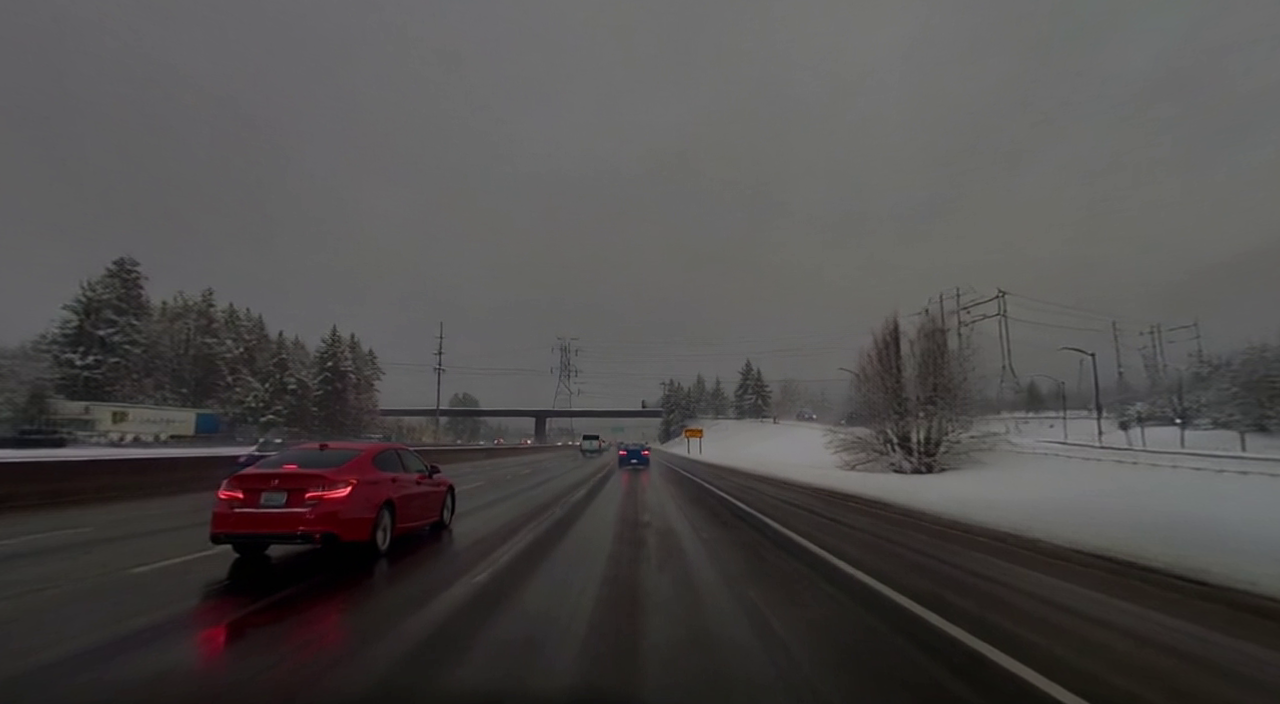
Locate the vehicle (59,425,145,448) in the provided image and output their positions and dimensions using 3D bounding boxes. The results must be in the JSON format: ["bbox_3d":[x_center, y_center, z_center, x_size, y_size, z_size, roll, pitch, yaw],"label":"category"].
[{"bbox_3d":[-38.037,6.021,44.594,1.823,1.516,4.960,0,-8,-2],"label":"vehicle"}]

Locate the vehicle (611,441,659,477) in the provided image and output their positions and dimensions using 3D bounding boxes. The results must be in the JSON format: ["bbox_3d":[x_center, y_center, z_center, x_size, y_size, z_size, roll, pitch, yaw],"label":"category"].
[{"bbox_3d":[-0.233,4.672,27.707,1.954,1.460,3.983,0,-8,-1],"label":"vehicle"}]

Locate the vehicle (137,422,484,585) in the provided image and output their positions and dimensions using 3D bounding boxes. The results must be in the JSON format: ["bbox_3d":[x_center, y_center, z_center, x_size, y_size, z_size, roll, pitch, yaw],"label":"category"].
[{"bbox_3d":[-3.674,1.763,8.252,2.035,1.514,4.600,0,-8,1],"label":"vehicle"}]

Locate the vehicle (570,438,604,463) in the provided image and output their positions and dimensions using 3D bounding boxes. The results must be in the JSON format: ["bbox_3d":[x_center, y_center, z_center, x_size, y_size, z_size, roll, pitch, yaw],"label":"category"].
[{"bbox_3d":[-3.918,7.300,46.656,2.174,1.806,3.932,0,-8,0],"label":"vehicle"}]
